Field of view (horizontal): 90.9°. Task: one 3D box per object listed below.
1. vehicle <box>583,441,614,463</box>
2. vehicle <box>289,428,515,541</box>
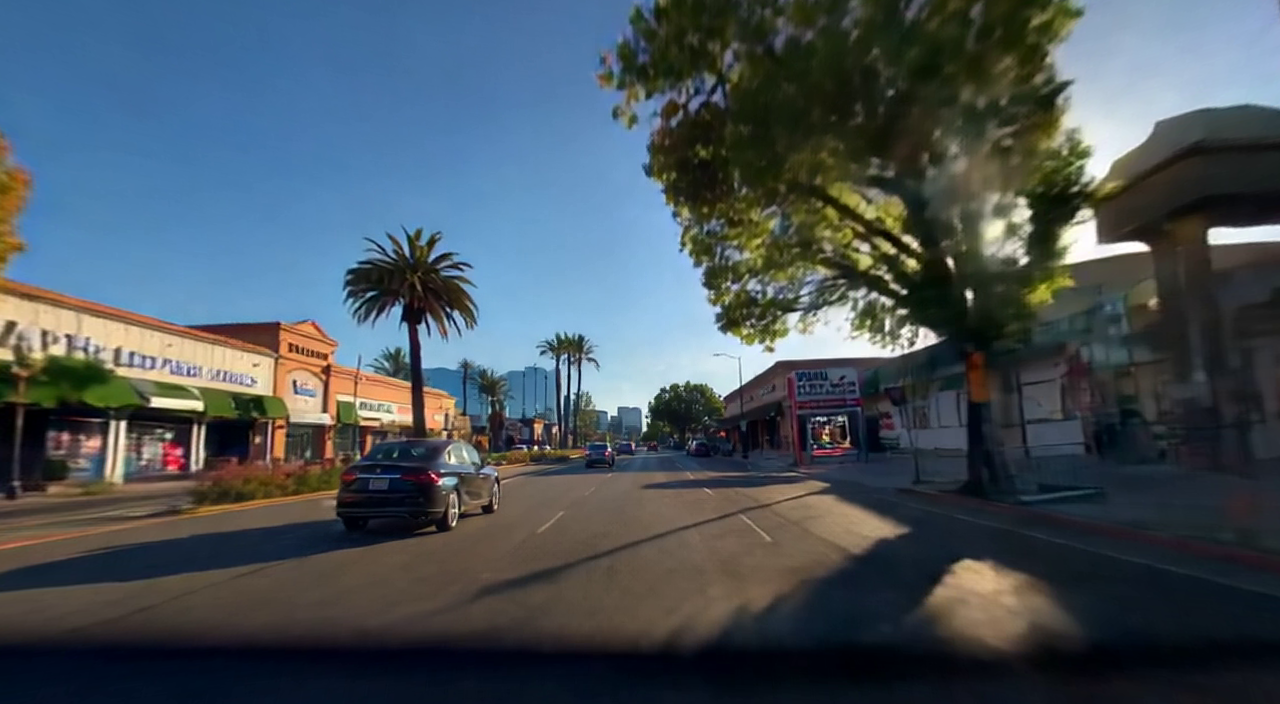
[{"bbox_3d":[-3.194,7.738,48.885,2.024,1.636,4.121,0,-9,1],"label":"vehicle"},{"bbox_3d":[-3.666,2.120,10.776,2.032,1.511,4.424,0,-9,2],"label":"vehicle"}]
